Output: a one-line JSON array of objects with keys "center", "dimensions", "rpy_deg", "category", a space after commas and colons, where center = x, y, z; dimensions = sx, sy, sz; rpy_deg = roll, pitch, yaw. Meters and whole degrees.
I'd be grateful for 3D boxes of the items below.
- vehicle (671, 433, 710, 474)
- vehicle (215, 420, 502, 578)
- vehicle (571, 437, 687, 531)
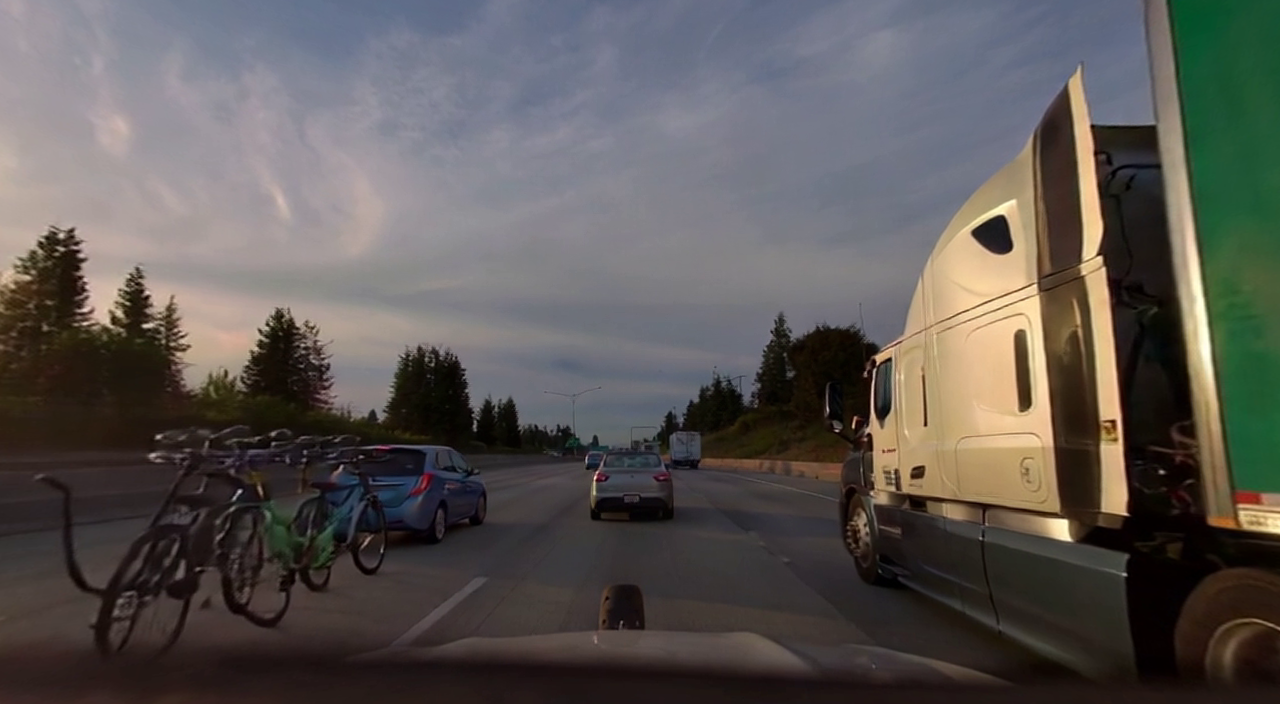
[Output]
[{"center": [3.436, 7.039, 43.905], "dimensions": [2.234, 2.679, 5.372], "rpy_deg": [0, -9, -1], "category": "vehicle"}, {"center": [-3.524, 1.940, 9.105], "dimensions": [1.985, 1.671, 4.604], "rpy_deg": [0, -9, 0], "category": "vehicle"}, {"center": [-0.210, 2.526, 12.516], "dimensions": [1.973, 1.574, 3.426], "rpy_deg": [0, -9, -1], "category": "vehicle"}]
